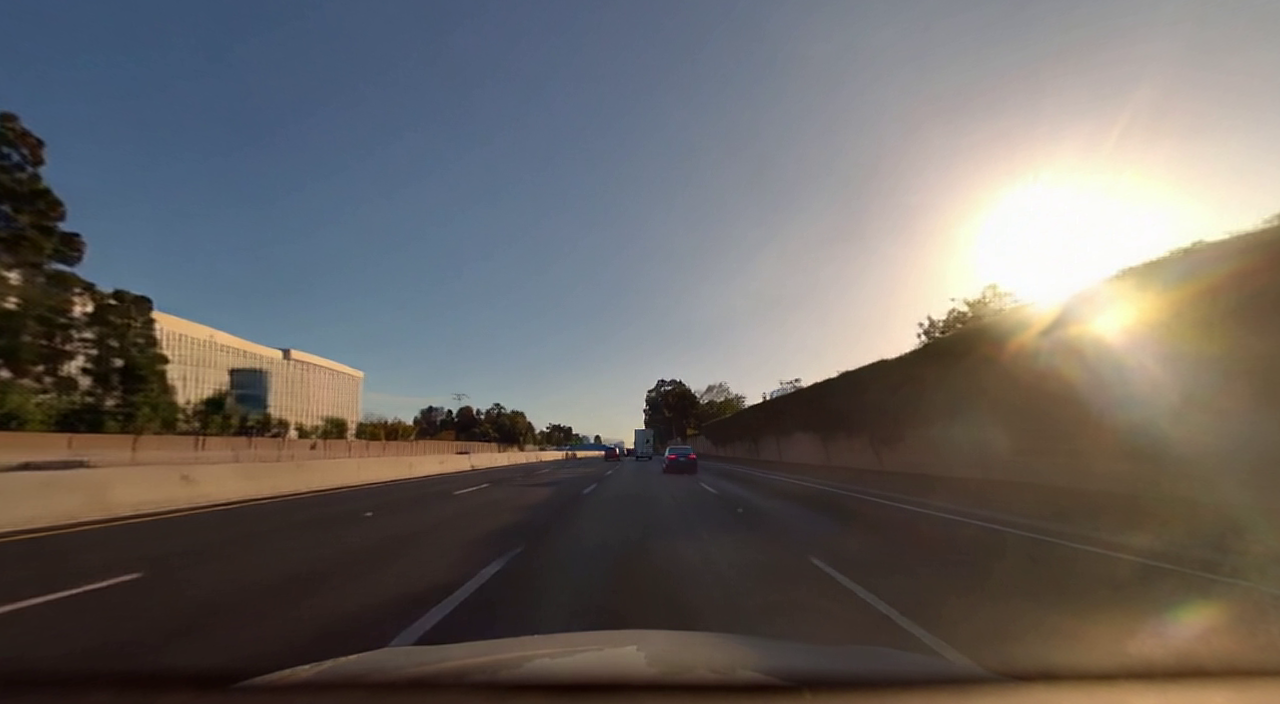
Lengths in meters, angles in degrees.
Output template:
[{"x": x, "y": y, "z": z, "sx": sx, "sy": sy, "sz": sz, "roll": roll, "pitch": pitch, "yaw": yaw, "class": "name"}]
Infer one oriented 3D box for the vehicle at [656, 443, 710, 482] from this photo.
[{"x": 1.815, "y": 4.874, "z": 27.972, "sx": 1.973, "sy": 1.536, "sz": 4.337, "roll": 0, "pitch": -9, "yaw": -1, "class": "vehicle"}]
